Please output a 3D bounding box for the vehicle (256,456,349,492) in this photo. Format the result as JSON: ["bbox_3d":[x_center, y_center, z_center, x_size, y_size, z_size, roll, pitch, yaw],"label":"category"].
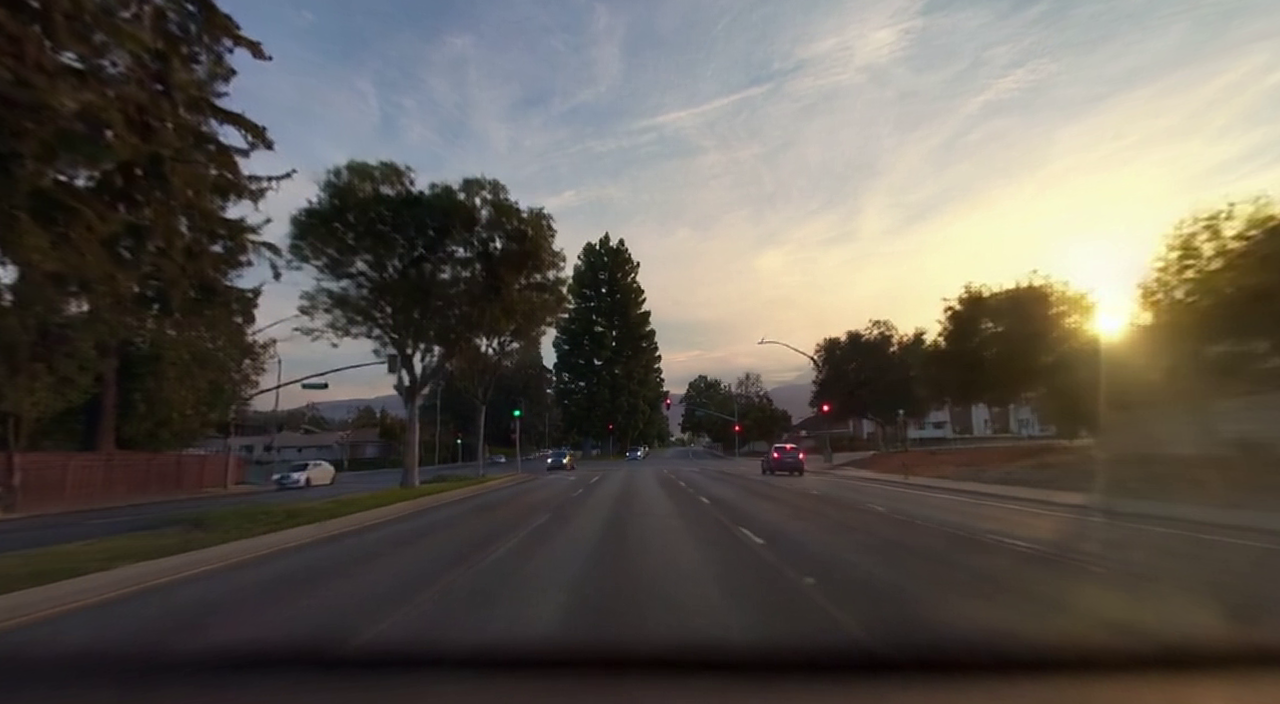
[{"bbox_3d":[-17.186,6.178,32.408,1.895,1.644,4.160,-2,-9,11],"label":"vehicle"}]

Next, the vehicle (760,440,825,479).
[{"bbox_3d":[7.208,5.134,30.387,2.011,1.710,4.357,0,-9,0],"label":"vehicle"}]

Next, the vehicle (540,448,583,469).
[{"bbox_3d":[-5.894,7.892,46.981,2.065,1.477,4.519,3,-9,-22],"label":"vehicle"}]
